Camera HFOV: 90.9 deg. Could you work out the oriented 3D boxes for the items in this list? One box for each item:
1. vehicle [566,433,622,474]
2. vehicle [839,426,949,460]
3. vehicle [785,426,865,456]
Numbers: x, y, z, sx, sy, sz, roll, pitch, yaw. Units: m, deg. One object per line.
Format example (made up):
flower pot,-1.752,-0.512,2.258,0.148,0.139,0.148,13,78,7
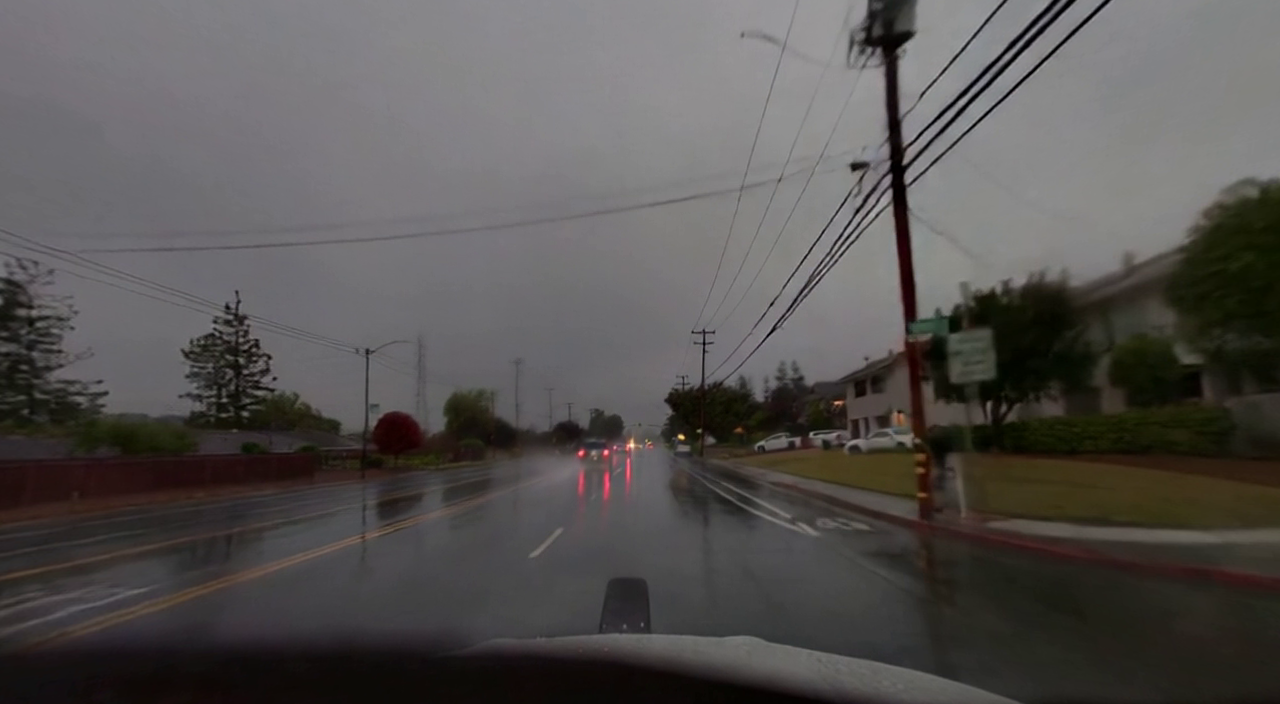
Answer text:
vehicle,-2.217,5.125,31.980,2.327,1.861,4.941,0,-9,2
vehicle,12.028,4.394,30.149,2.212,1.404,4.283,3,-10,-33
vehicle,12.524,6.072,42.919,4.719,1.553,1.889,-5,-8,0
